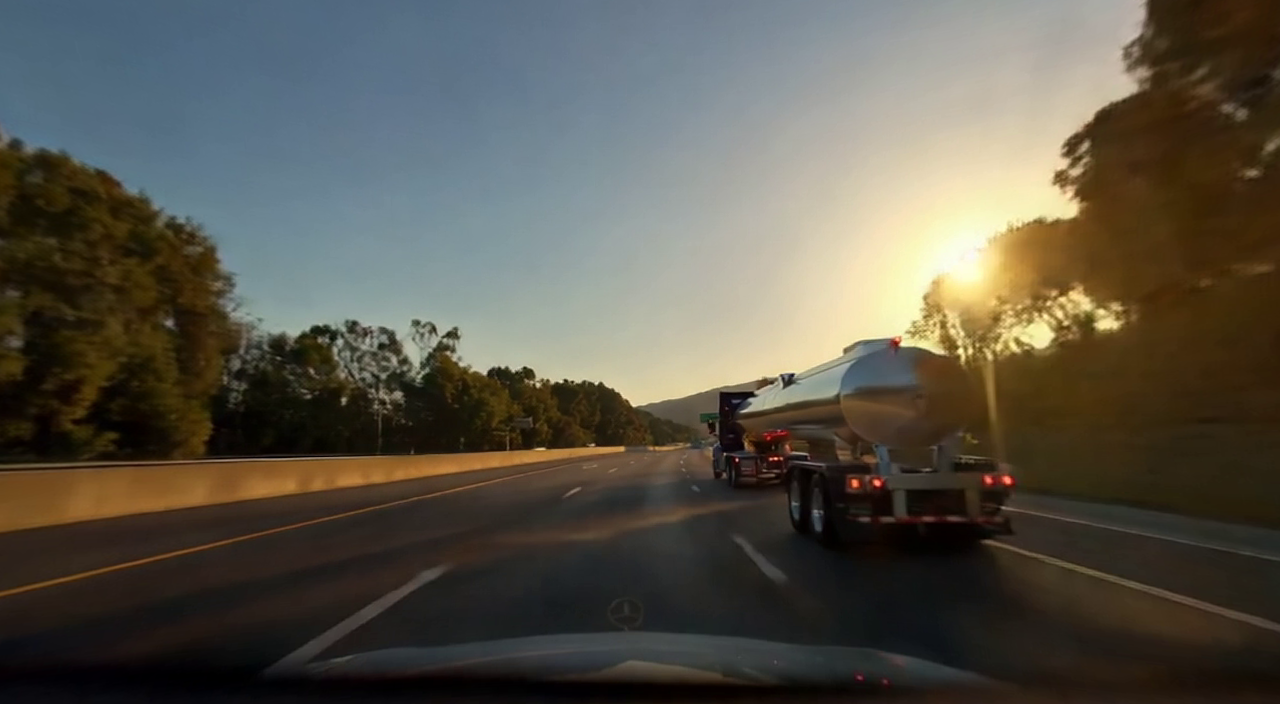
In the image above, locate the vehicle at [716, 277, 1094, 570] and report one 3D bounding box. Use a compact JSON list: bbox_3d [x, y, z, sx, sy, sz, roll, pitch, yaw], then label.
[{"bbox_3d":[4.074,1.880,14.965,2.880,3.624,14.397,0,-8,1],"label":"vehicle"}]
